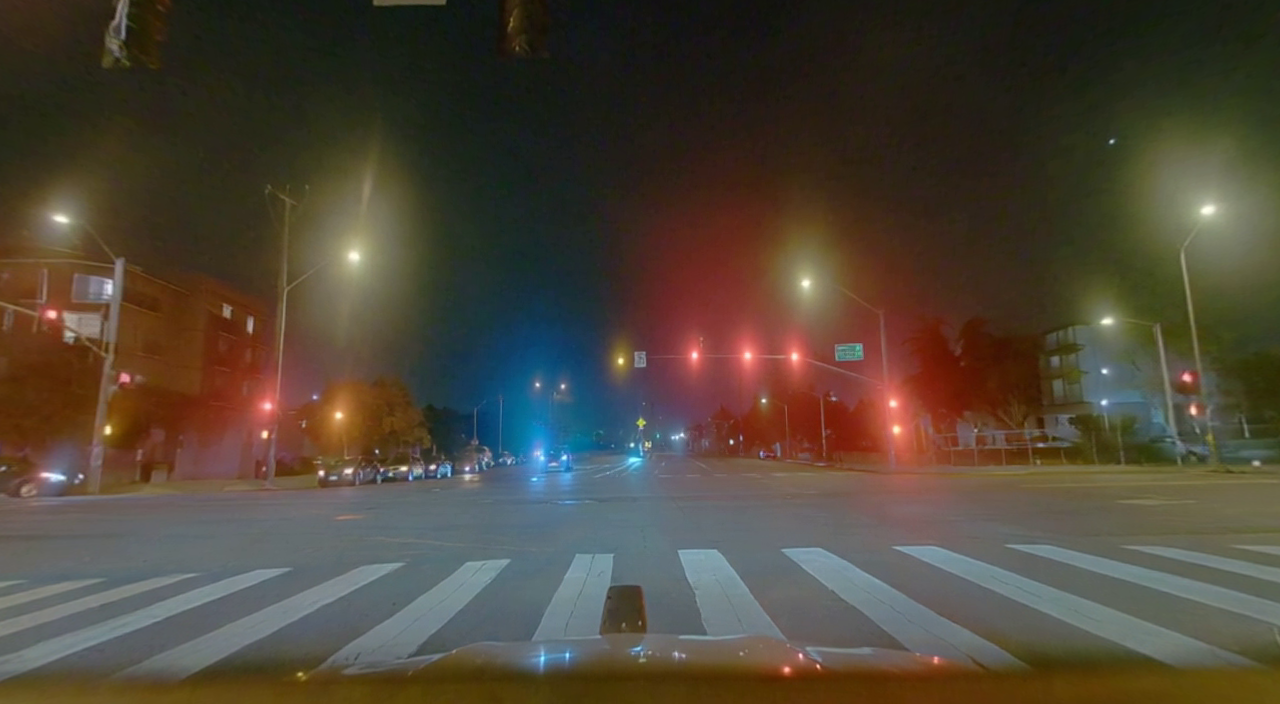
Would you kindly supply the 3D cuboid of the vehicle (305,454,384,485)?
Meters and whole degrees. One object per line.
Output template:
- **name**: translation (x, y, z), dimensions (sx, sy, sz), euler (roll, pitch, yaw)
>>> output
- **vehicle**: translation (-16.085, 6.398, 34.482), dimensions (2.055, 1.506, 4.663), euler (0, -9, -1)

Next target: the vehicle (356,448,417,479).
- **vehicle**: translation (-16.193, 7.138, 40.404), dimensions (1.960, 1.819, 5.018), euler (0, -9, -2)

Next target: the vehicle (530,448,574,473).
- **vehicle**: translation (-5.520, 6.851, 39.924), dimensions (2.154, 1.501, 4.416), euler (0, -9, 0)
